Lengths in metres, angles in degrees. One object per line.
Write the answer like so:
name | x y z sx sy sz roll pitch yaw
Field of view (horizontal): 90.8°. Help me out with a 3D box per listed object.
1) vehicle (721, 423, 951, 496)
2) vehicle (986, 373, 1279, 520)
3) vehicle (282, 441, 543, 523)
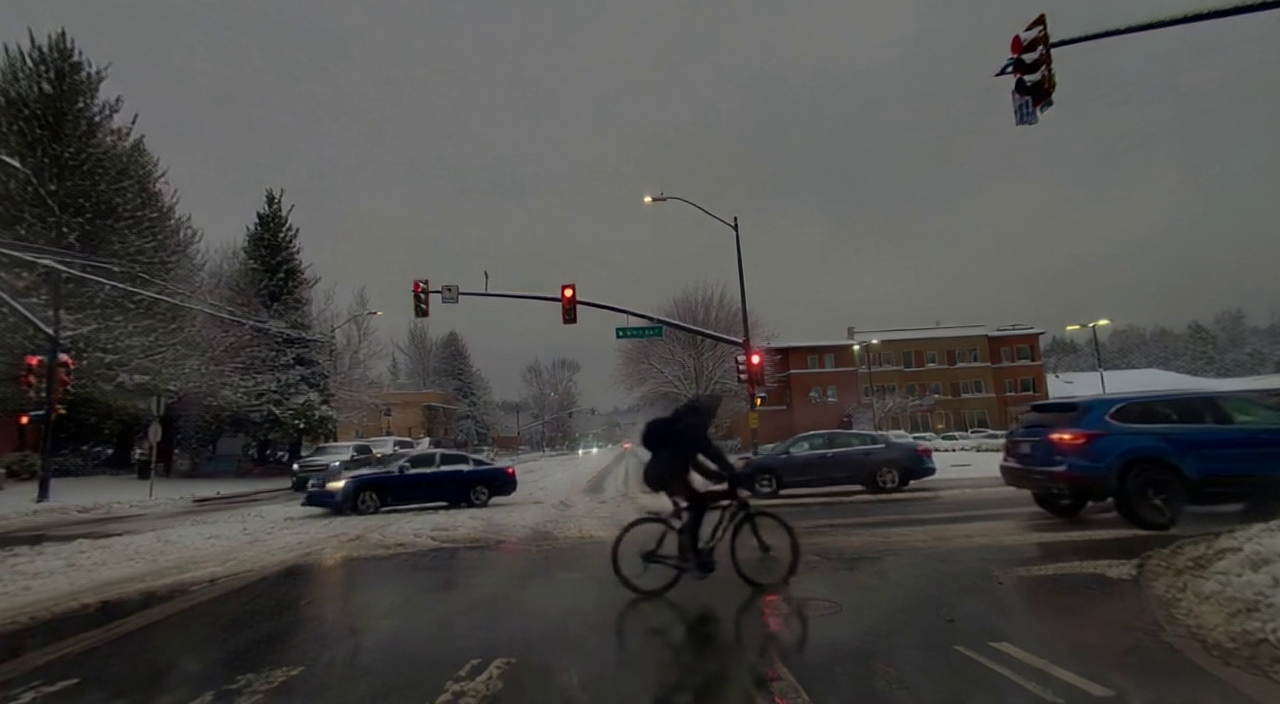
vehicle | 4.019 2.340 13.677 4.385 1.419 1.855 -1 -10 4
vehicle | 8.351 1.327 9.296 5.122 1.781 2.098 -4 -9 4
vehicle | -4.374 2.521 12.662 4.533 1.419 1.755 3 -9 -18
